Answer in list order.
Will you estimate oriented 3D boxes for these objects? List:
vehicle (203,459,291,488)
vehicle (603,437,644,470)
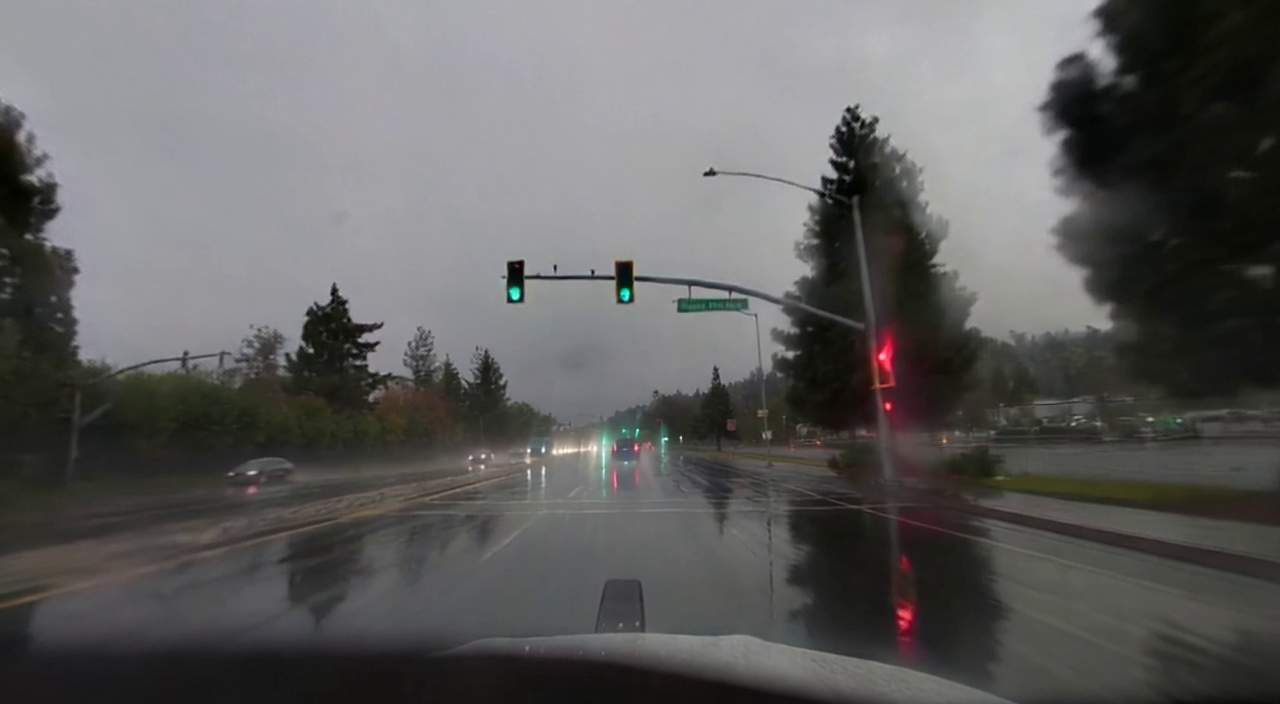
[{"bbox_3d":[-22.685,7.013,36.703,1.961,1.486,4.853,0,-9,0],"label":"vehicle"},{"bbox_3d":[-0.877,5.711,35.620,2.174,1.703,4.231,0,-9,0],"label":"vehicle"}]
